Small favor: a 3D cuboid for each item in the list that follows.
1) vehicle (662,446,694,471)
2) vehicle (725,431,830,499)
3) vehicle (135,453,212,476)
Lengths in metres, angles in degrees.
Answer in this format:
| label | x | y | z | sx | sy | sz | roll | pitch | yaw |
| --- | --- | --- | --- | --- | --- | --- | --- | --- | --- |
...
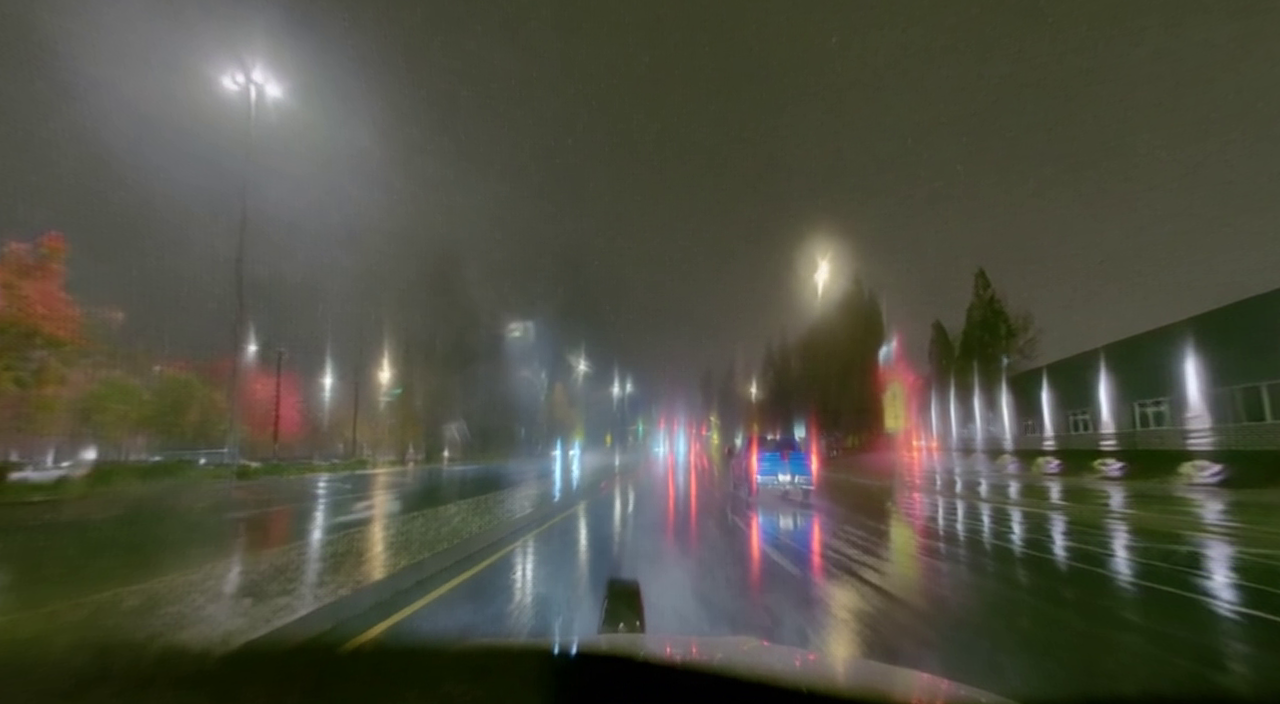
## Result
| label | x | y | z | sx | sy | sz | roll | pitch | yaw |
| --- | --- | --- | --- | --- | --- | --- | --- | --- | --- |
| vehicle | 2.550 | 7.002 | 41.658 | 1.968 | 1.521 | 4.262 | 0 | -9 | 5 |
| vehicle | 4.341 | 3.675 | 20.946 | 2.367 | 1.919 | 5.651 | 0 | -9 | 2 |
| vehicle | -32.188 | 7.744 | 43.476 | 3.963 | 1.494 | 1.802 | -1 | -9 | 7 |
